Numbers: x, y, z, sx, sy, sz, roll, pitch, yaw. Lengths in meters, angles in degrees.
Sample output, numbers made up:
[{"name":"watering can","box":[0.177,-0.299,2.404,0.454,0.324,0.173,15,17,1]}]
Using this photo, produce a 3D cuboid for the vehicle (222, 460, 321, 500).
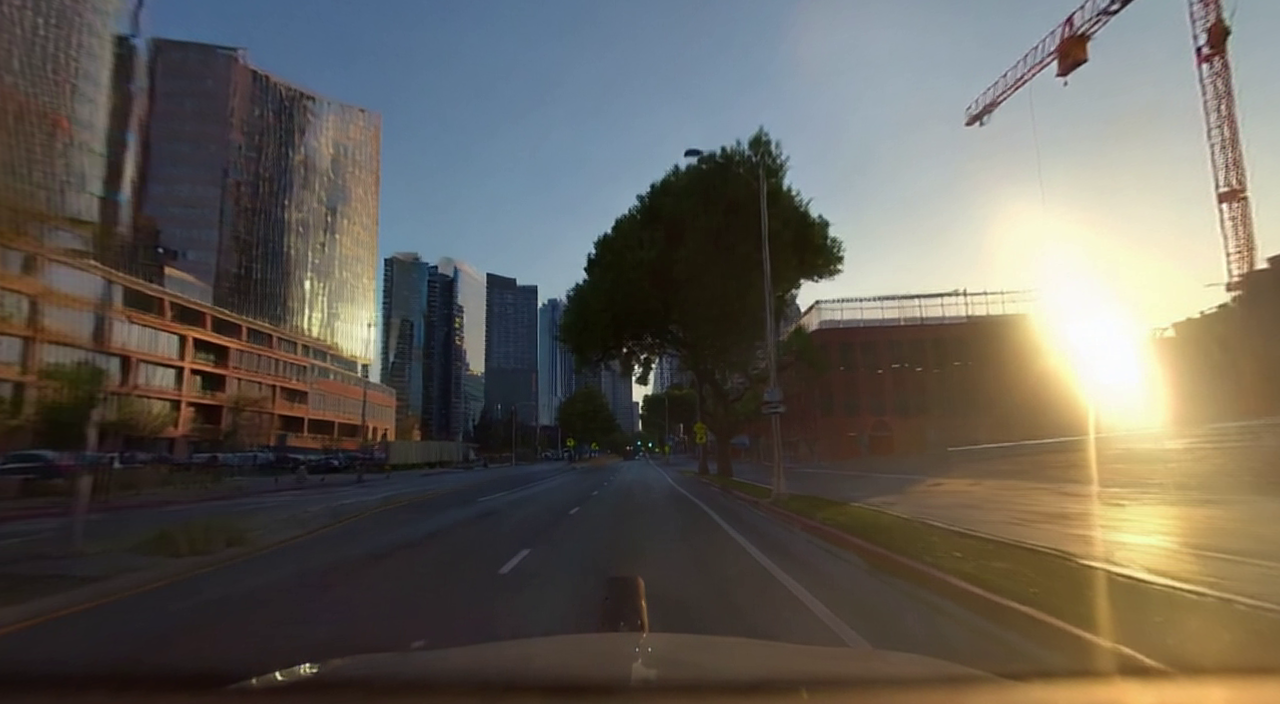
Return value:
[{"name":"vehicle","box":[-17.092,5.943,29.521,1.921,1.541,4.541,-1,-8,0]}]

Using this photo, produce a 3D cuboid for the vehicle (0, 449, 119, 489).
[{"name":"vehicle","box":[-25.329,4.958,26.854,4.308,1.612,1.989,1,-9,-2]}]
